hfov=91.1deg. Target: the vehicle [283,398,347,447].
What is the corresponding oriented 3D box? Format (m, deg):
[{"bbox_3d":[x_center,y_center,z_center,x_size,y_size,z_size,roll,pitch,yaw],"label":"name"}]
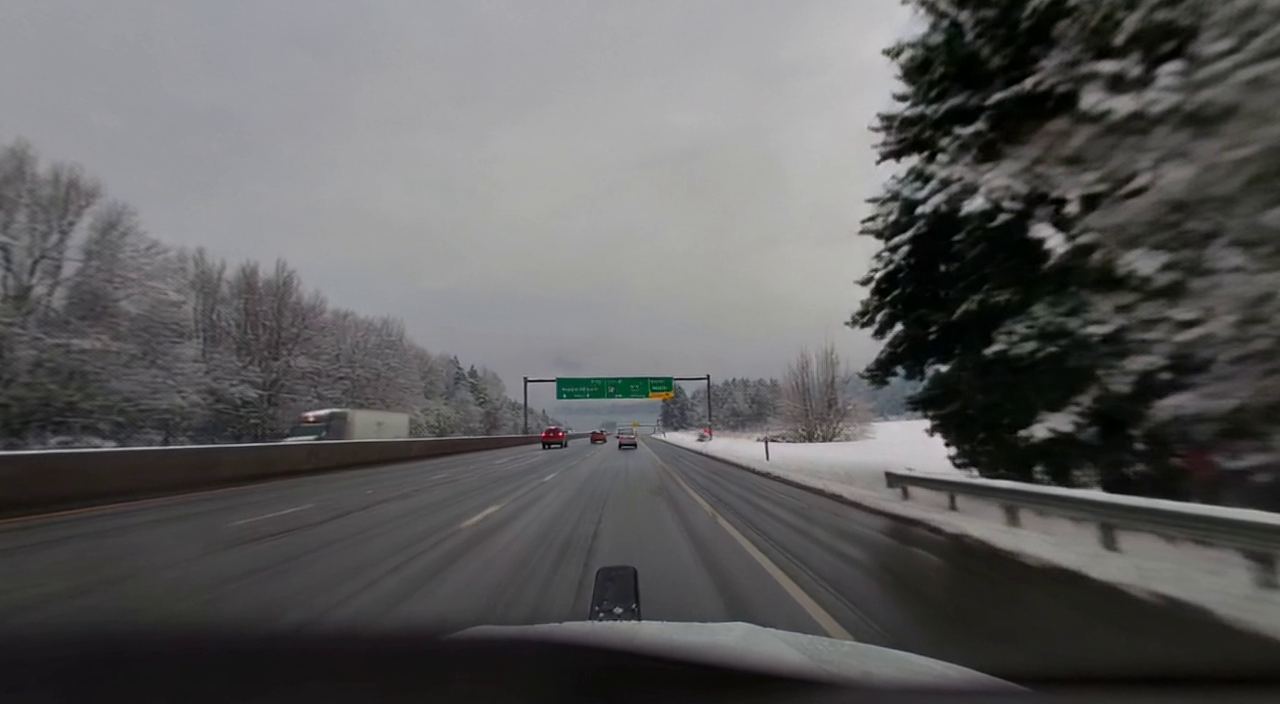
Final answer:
[{"bbox_3d":[-24.201,5.295,46.973,2.906,3.475,3.315,0,-8,-1],"label":"vehicle"}]
